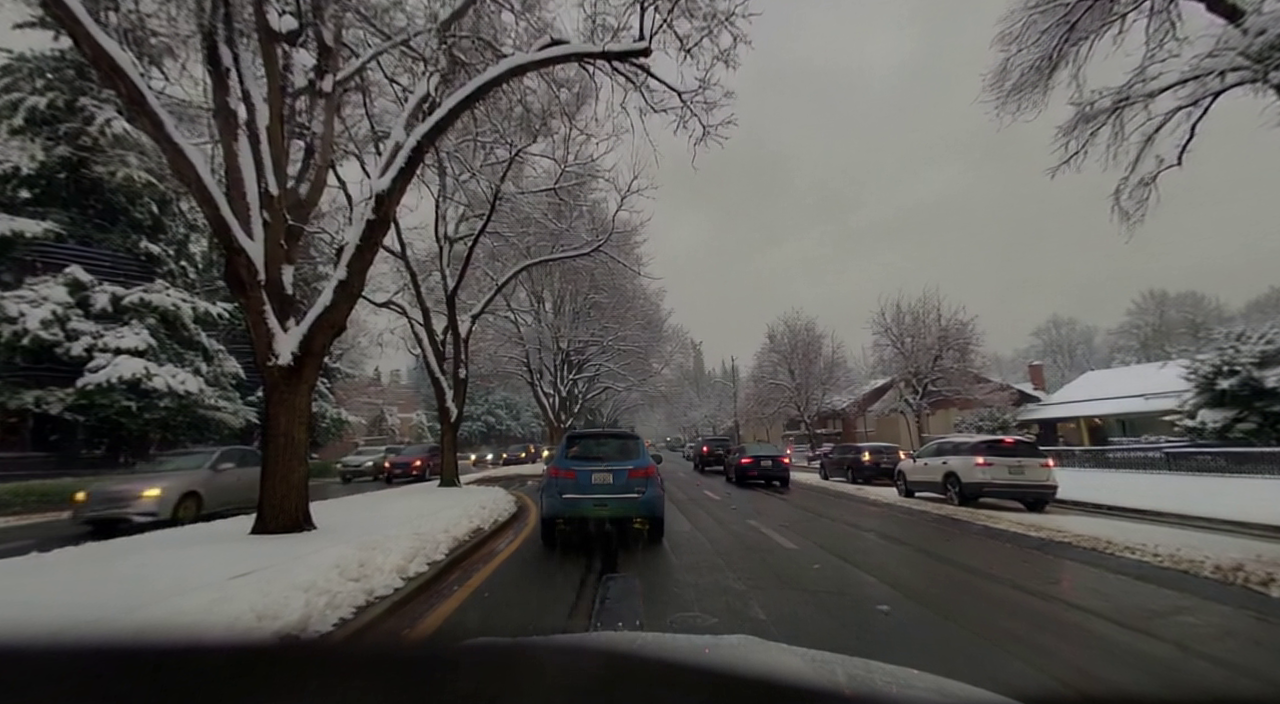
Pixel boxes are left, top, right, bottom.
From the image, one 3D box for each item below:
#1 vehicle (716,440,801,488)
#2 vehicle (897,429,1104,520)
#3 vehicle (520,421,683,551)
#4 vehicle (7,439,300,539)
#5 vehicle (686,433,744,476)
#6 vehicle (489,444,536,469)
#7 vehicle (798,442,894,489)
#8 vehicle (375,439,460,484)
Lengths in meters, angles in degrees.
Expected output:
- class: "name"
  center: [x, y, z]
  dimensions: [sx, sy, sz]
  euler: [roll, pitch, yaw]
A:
- class: "vehicle"
  center: [4.001, 3.869, 22.165]
  dimensions: [2.175, 1.477, 4.520]
  euler: [0, -8, 1]
- class: "vehicle"
  center: [7.786, 2.664, 14.284]
  dimensions: [2.168, 1.709, 4.289]
  euler: [0, -8, 1]
- class: "vehicle"
  center: [-0.596, 2.012, 10.119]
  dimensions: [2.106, 1.655, 3.717]
  euler: [0, -8, -3]
- class: "vehicle"
  center: [-8.764, 2.460, 12.094]
  dimensions: [1.938, 1.513, 4.593]
  euler: [0, -8, 0]
- class: "vehicle"
  center: [3.435, 4.786, 29.821]
  dimensions: [2.114, 1.846, 4.659]
  euler: [0, -8, -1]
- class: "vehicle"
  center: [-8.205, 6.758, 41.069]
  dimensions: [2.039, 1.466, 4.553]
  euler: [0, -8, 1]
- class: "vehicle"
  center: [7.211, 3.994, 22.642]
  dimensions: [1.977, 1.485, 4.308]
  euler: [0, -8, 0]
- class: "vehicle"
  center: [-8.908, 4.406, 25.684]
  dimensions: [1.920, 1.663, 4.036]
  euler: [0, -8, 0]
